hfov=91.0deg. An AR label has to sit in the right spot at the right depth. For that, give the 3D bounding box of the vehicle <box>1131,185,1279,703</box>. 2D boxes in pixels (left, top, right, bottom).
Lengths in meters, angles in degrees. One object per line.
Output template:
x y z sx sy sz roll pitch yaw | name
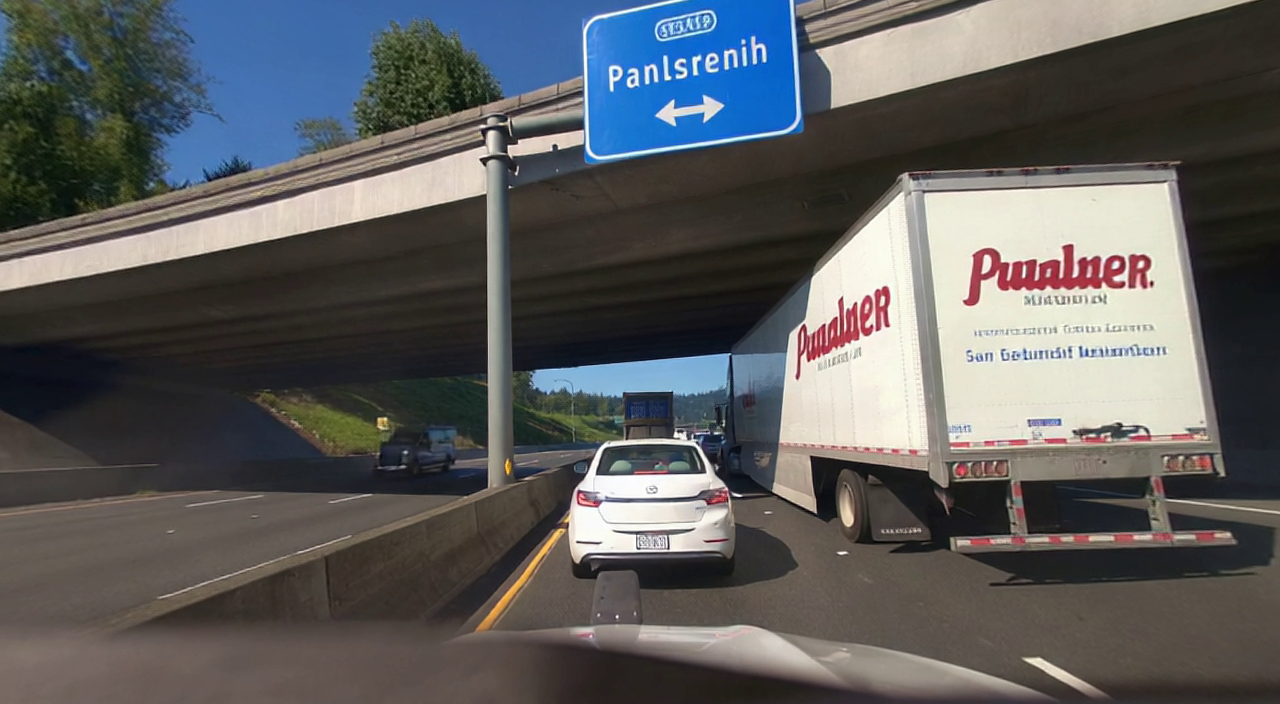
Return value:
4.734 0.112 0.654 2.892 2.615 6.650 0 -8 -2 | vehicle

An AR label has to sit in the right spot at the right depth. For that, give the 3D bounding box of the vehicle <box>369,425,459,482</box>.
-12.302 5.540 34.897 2.524 2.800 6.564 -1 -8 0 | vehicle

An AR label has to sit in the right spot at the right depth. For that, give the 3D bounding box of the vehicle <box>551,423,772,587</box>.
0.182 1.679 7.714 2.045 1.490 3.597 -1 -8 0 | vehicle

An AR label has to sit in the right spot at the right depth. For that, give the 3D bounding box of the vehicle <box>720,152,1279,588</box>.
4.198 1.062 12.966 2.827 4.081 14.305 0 -8 -1 | vehicle
